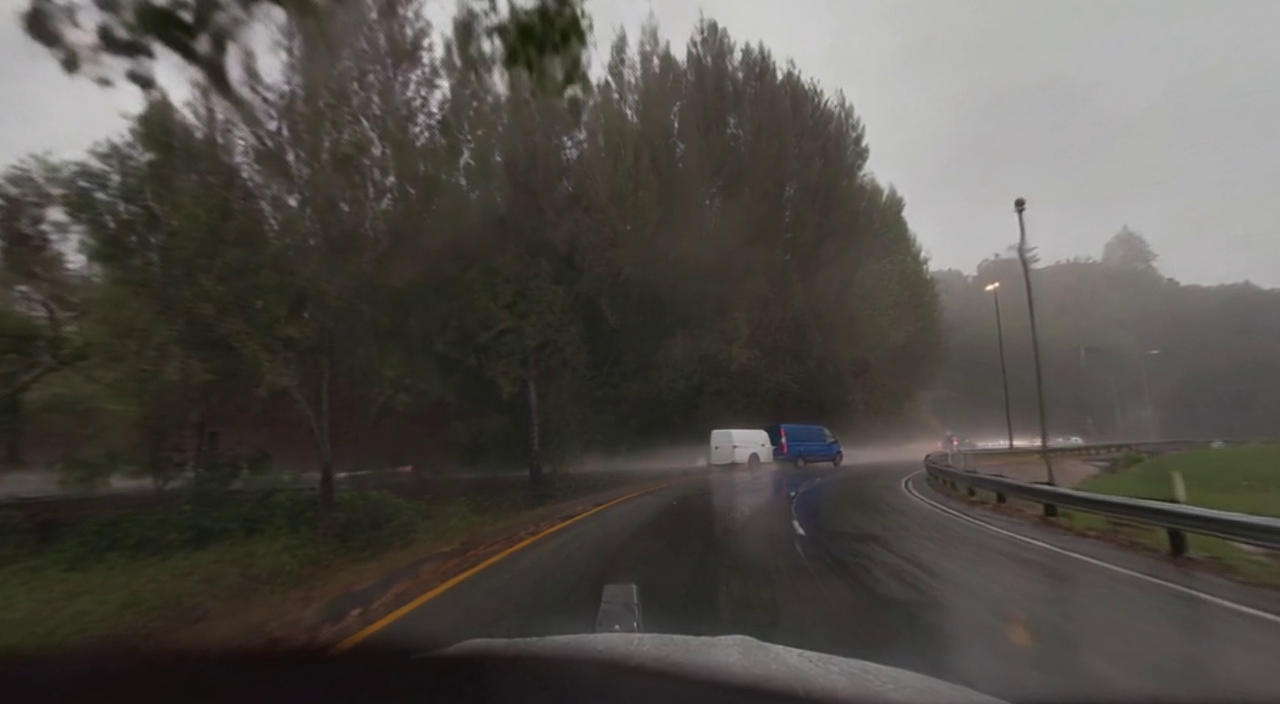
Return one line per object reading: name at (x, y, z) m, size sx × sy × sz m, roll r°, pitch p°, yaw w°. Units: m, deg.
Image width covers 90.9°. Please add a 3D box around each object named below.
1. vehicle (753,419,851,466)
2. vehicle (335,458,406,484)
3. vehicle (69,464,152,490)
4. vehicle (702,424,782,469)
vehicle at (11.245, 6.221, 43.476) m, size 7.155 × 2.942 × 2.420 m, roll 6°, pitch -10°, yaw -36°
vehicle at (-17.727, 7.815, 41.552) m, size 3.983 × 1.518 × 1.730 m, roll 6°, pitch -10°, yaw -35°
vehicle at (-33.146, 7.802, 39.571) m, size 3.769 × 1.375 × 1.608 m, roll 5°, pitch -10°, yaw -34°
vehicle at (6.485, 5.961, 39.902) m, size 4.784 × 2.535 × 2.203 m, roll 3°, pitch -10°, yaw -38°
